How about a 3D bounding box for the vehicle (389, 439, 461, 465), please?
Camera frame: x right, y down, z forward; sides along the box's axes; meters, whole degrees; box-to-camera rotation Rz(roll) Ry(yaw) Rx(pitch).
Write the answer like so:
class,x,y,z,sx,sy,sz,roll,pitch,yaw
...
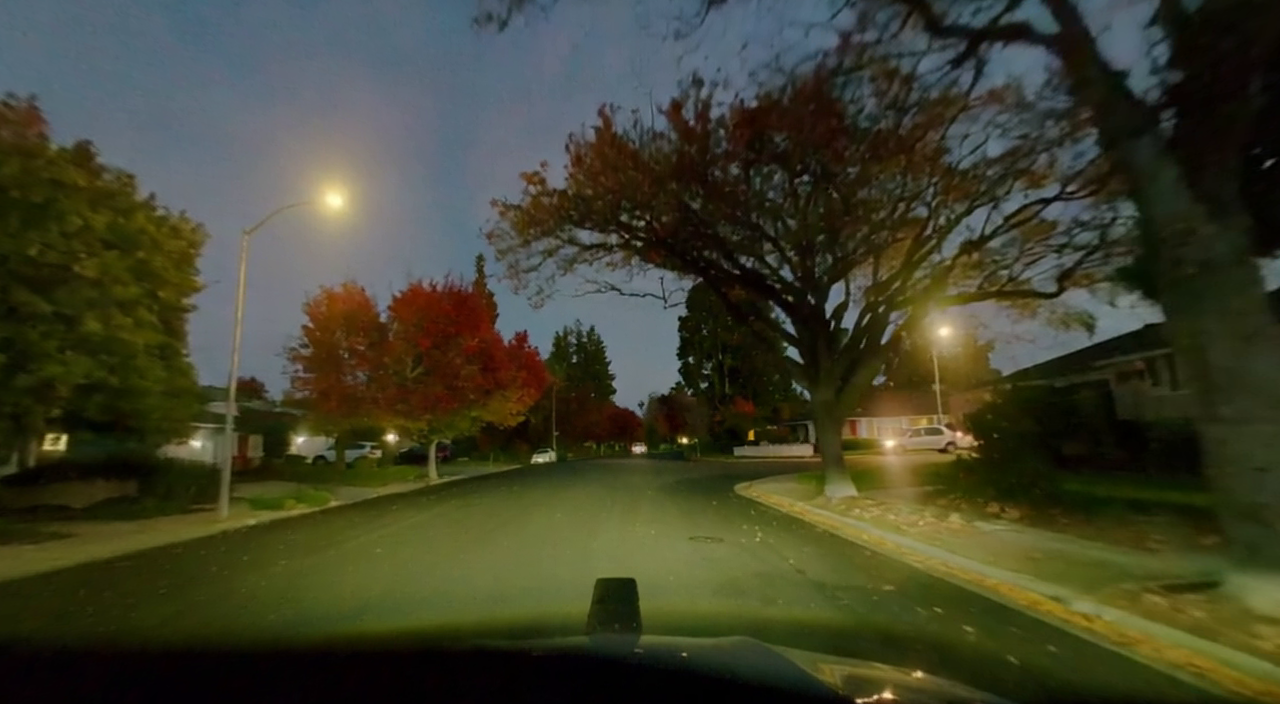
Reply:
class,x,y,z,sx,sy,sz,roll,pitch,yaw
vehicle,-16.013,7.469,47.079,4.683,1.849,2.044,1,-9,-4
